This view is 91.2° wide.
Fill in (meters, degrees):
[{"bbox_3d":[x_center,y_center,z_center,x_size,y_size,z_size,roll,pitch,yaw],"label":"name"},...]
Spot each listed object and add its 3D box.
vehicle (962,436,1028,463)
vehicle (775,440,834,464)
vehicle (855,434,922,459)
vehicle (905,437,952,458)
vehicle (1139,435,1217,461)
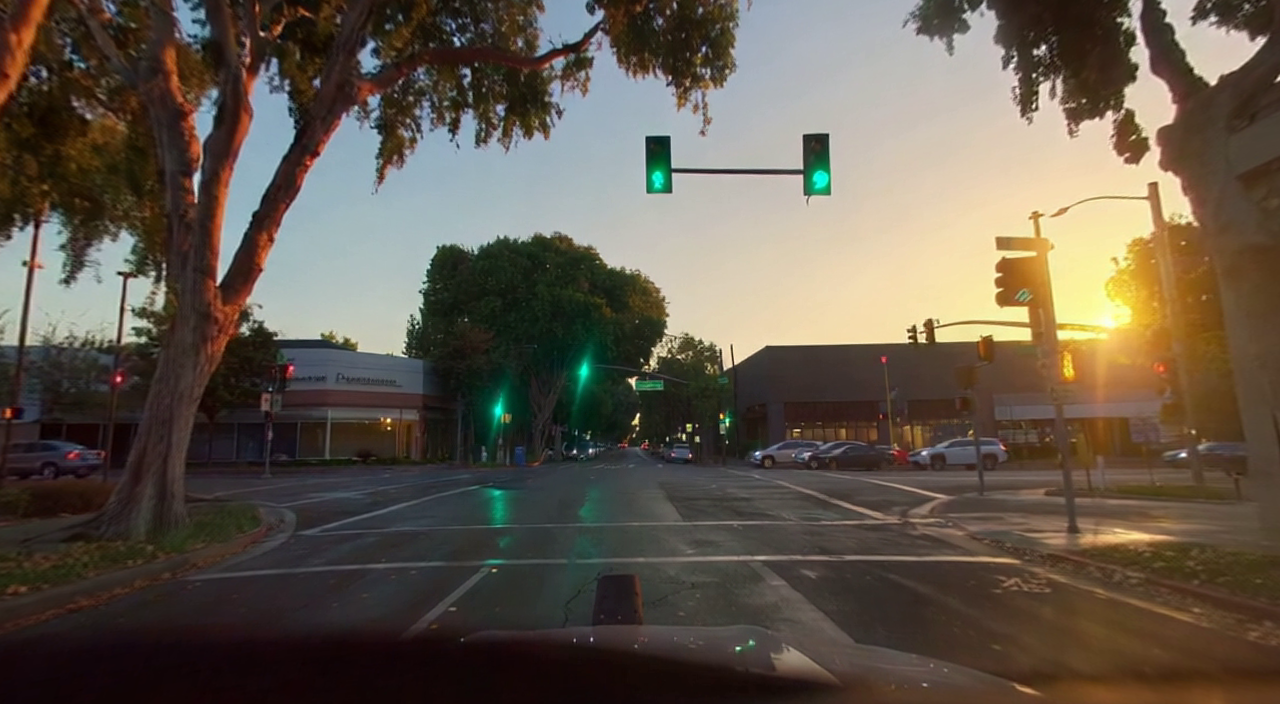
[{"bbox_3d":[20.951,5.753,37.109,1.851,1.388,3.475,0,-5,0],"label":"vehicle"},{"bbox_3d":[11.112,6.695,42.204,1.955,1.508,4.295,-8,-12,42],"label":"vehicle"},{"bbox_3d":[16.926,6.430,42.625,4.522,1.546,1.941,6,-11,-35],"label":"vehicle"},{"bbox_3d":[21.816,7.226,47.464,1.923,1.463,3.758,-1,-9,3],"label":"vehicle"},{"bbox_3d":[31.476,5.589,36.776,1.612,1.402,3.320,-1,-8,0],"label":"vehicle"}]
